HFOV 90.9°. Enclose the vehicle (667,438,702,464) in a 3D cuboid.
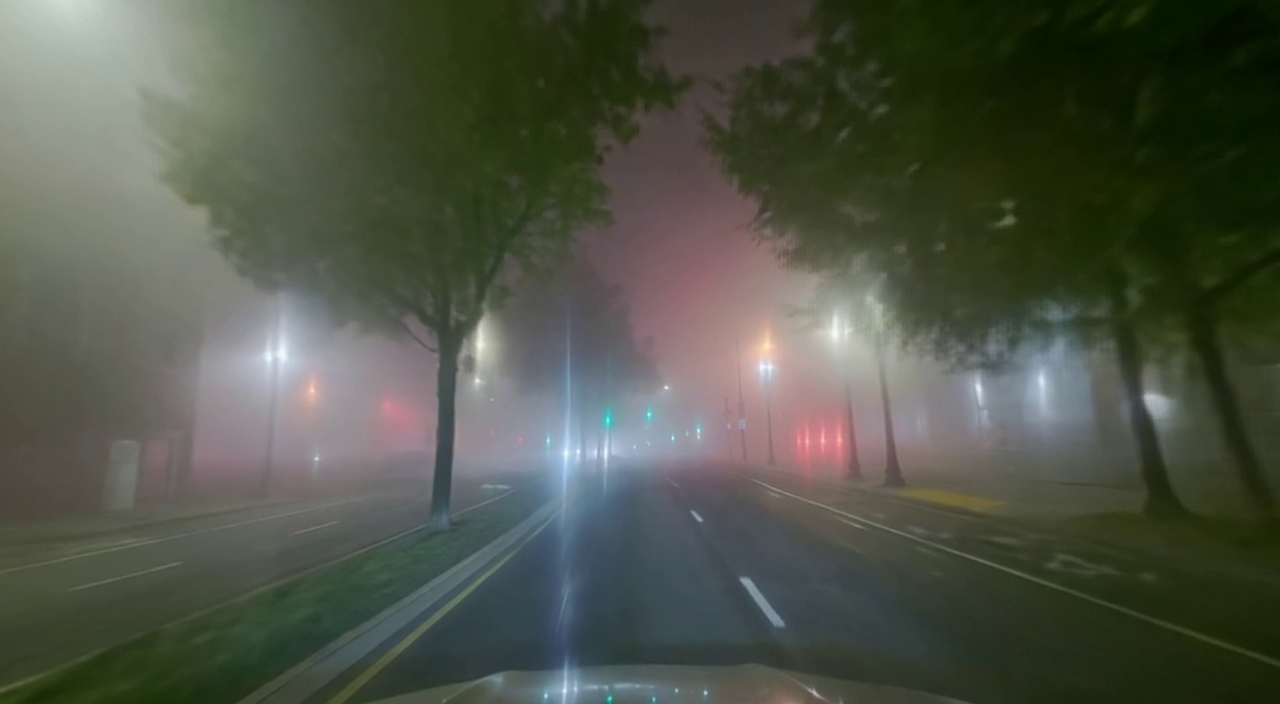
[{"bbox_3d":[3.026,6.850,43.809,2.129,1.719,4.205,0,-8,0],"label":"vehicle"}]
